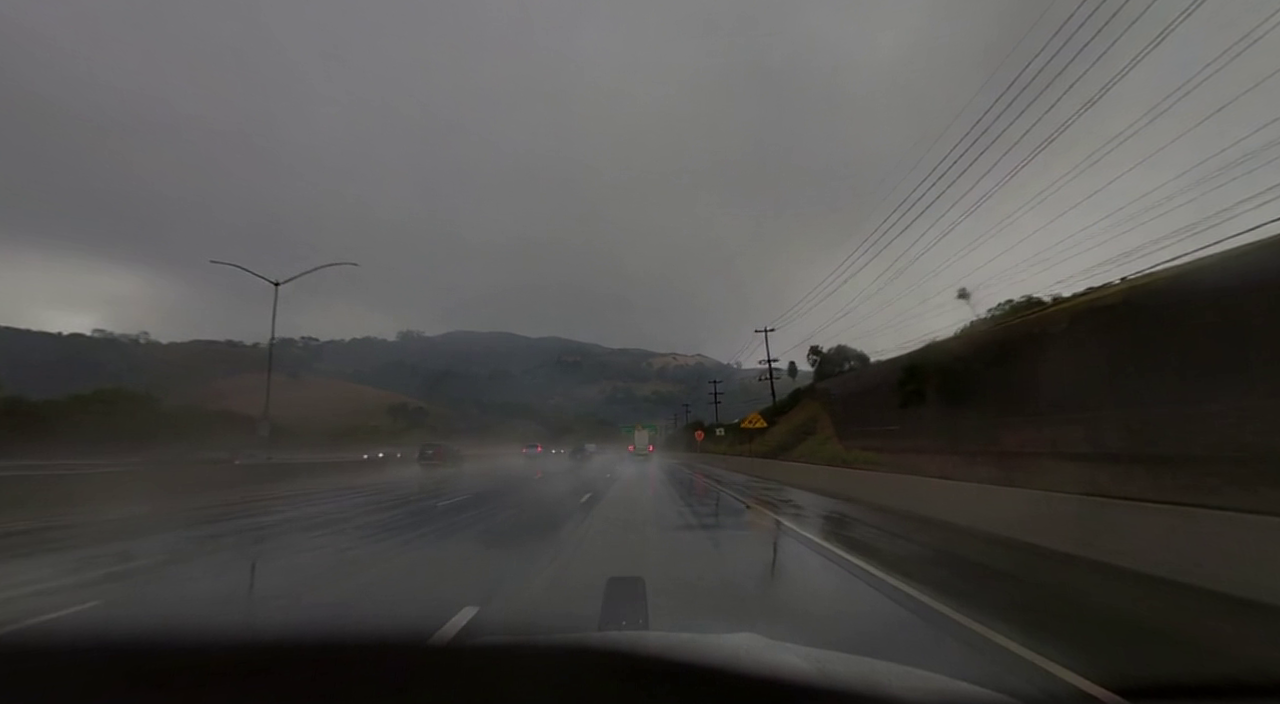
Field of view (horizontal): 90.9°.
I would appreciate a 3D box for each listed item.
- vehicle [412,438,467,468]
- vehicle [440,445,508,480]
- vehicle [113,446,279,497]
[{"bbox_3d":[-14.226,7.191,45.057,2.172,1.946,5.017,0,-9,1],"label":"vehicle"},{"bbox_3d":[-7.420,4.970,28.605,1.899,1.472,4.202,0,-9,1],"label":"vehicle"},{"bbox_3d":[-14.374,3.869,20.872,1.885,1.474,4.849,0,-9,1],"label":"vehicle"}]
